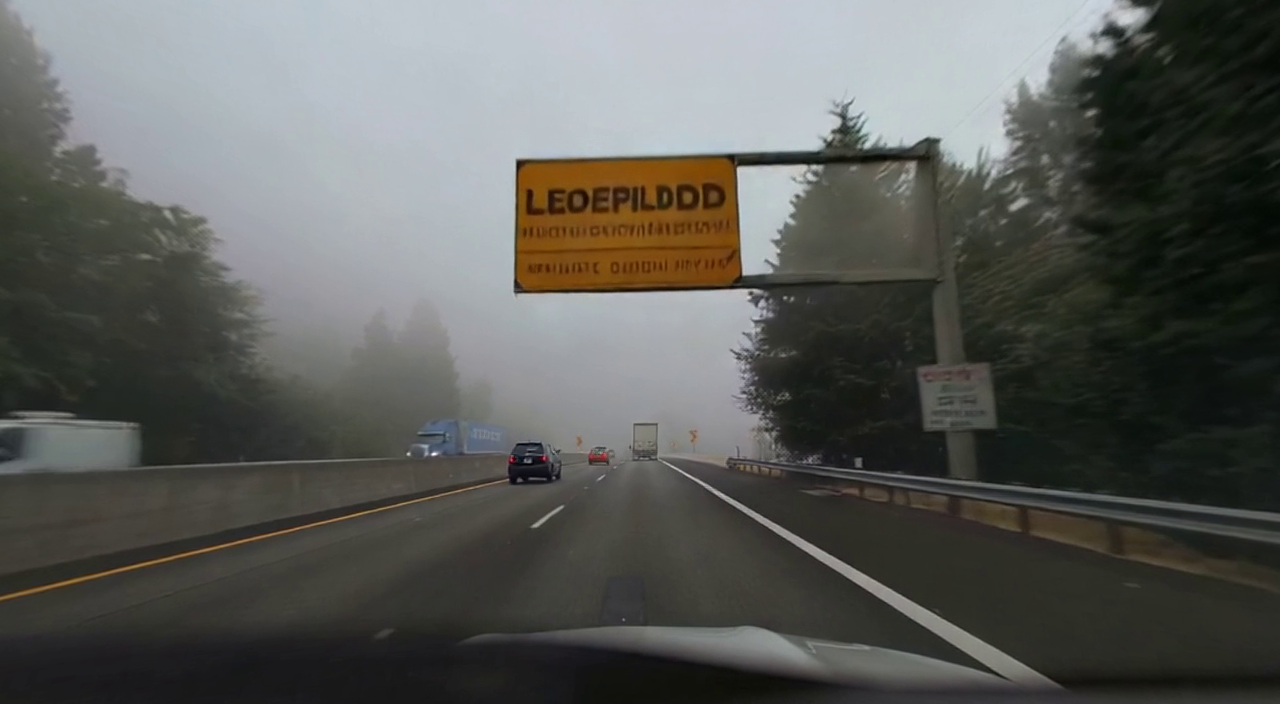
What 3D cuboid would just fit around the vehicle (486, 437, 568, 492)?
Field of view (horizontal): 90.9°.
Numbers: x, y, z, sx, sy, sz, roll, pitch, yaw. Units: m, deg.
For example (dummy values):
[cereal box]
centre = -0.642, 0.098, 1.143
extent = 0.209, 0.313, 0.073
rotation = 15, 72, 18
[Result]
[vehicle]
centre = -3.874, 3.942, 22.404
extent = 2.111, 1.735, 4.066
rotation = 0, -9, 1
